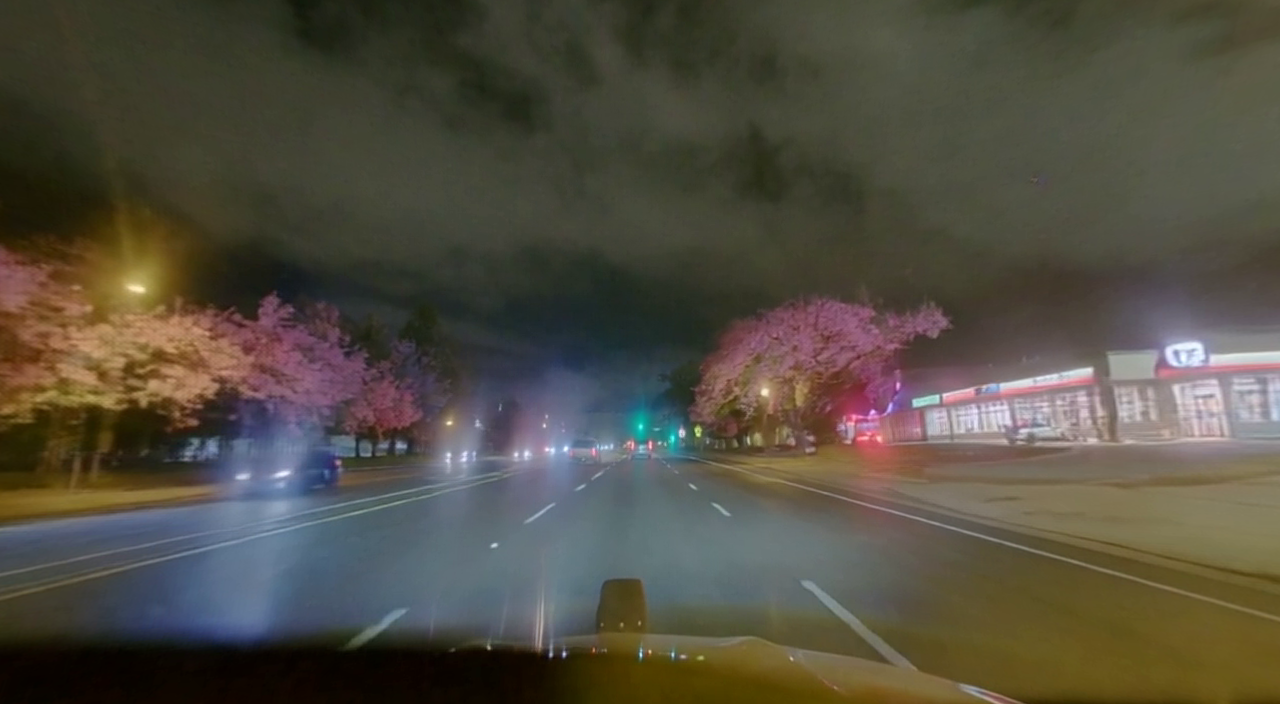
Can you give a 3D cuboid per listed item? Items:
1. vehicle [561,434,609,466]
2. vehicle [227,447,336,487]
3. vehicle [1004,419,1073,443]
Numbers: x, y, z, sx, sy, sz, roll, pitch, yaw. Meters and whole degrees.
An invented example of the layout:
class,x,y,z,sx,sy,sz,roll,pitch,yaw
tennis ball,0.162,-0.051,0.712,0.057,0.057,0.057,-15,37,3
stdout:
class,x,y,z,sx,sy,sz,roll,pitch,yaw
vehicle,-3.414,6.206,39.922,2.453,1.844,4.751,0,-8,2
vehicle,-14.795,4.726,26.265,1.854,1.475,4.448,0,-8,1
vehicle,27.391,5.453,43.156,4.677,1.583,1.955,5,-10,-30
